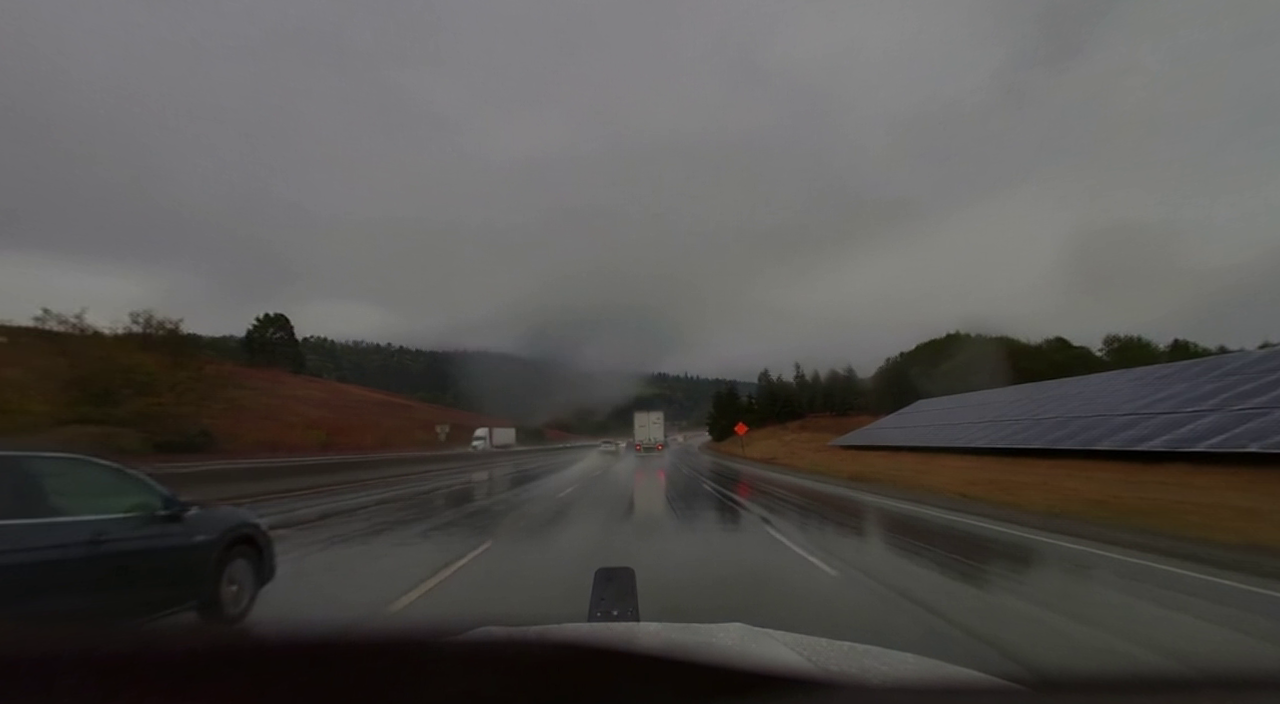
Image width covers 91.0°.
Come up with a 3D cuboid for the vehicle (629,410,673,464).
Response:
[{"bbox_3d":[0.811,6.522,47.958,2.967,3.633,10.015,-1,-8,0],"label":"vehicle"}]

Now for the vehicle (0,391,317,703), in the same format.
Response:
[{"bbox_3d":[-3.856,1.049,3.273,2.066,1.581,4.268,0,-8,0],"label":"vehicle"}]
